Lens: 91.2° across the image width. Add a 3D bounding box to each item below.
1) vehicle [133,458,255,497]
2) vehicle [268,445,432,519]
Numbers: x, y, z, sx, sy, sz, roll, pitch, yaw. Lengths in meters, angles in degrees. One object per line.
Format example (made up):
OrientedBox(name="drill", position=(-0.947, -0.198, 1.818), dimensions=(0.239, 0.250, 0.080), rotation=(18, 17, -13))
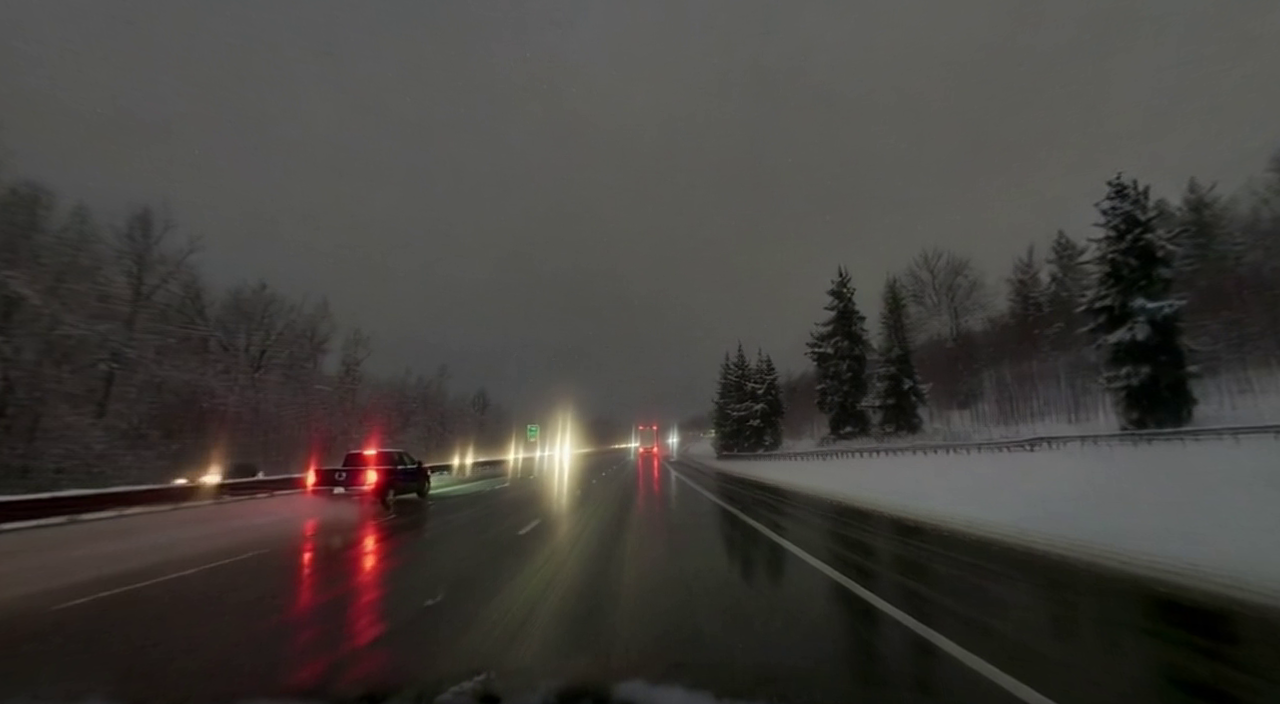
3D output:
OrientedBox(name="vehicle", position=(-19.388, 5.443, 27.584), dimensions=(1.902, 1.485, 4.679), rotation=(0, -9, 0))
OrientedBox(name="vehicle", position=(-6.817, 3.070, 15.382), dimensions=(1.956, 1.538, 4.318), rotation=(0, -9, 0))
